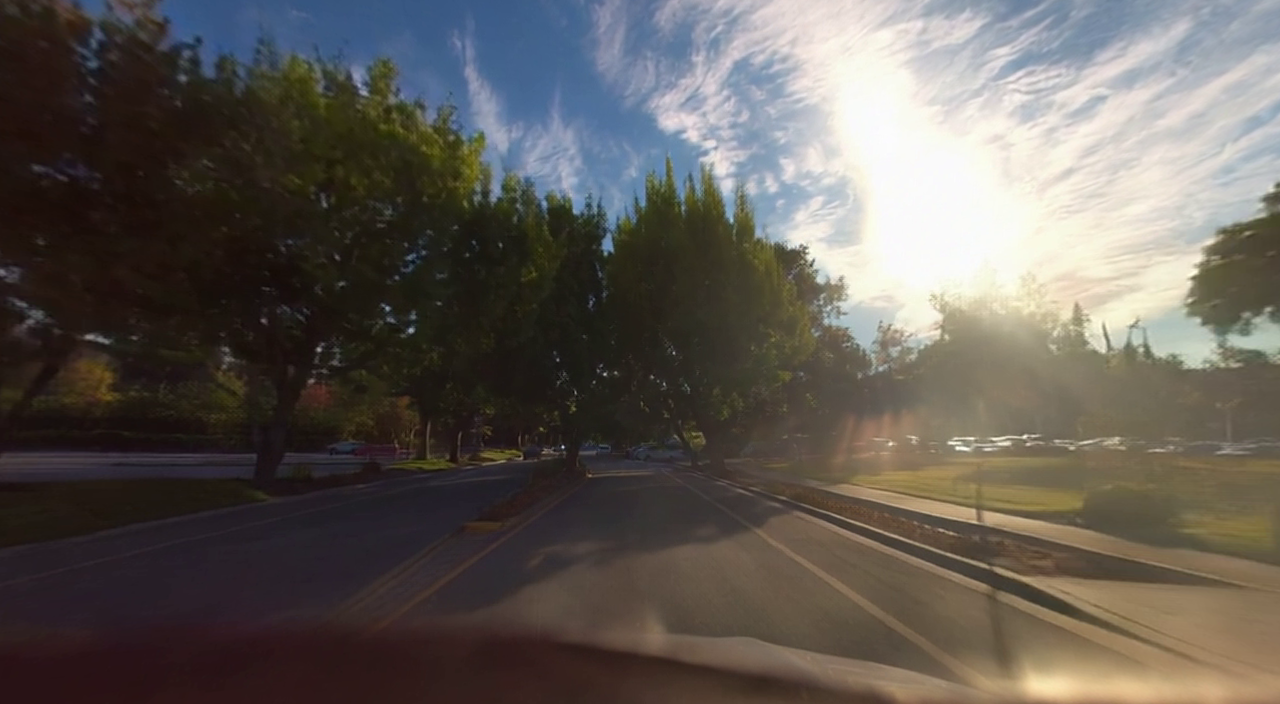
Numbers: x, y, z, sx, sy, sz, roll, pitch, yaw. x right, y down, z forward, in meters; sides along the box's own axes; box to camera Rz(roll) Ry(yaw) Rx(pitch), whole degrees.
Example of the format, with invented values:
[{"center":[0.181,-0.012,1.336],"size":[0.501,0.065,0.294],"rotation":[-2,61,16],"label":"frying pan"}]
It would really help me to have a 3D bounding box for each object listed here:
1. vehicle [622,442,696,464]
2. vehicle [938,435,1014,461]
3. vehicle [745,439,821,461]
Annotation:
[{"center":[1.366,7.402,46.301],"size":[4.890,1.478,2.253],"rotation":[-5,-10,30],"label":"vehicle"},{"center":[21.055,6.044,39.655],"size":[3.830,1.429,1.890],"rotation":[4,-10,-10],"label":"vehicle"},{"center":[10.017,6.909,44.549],"size":[4.870,1.507,2.073],"rotation":[0,-9,0],"label":"vehicle"}]
